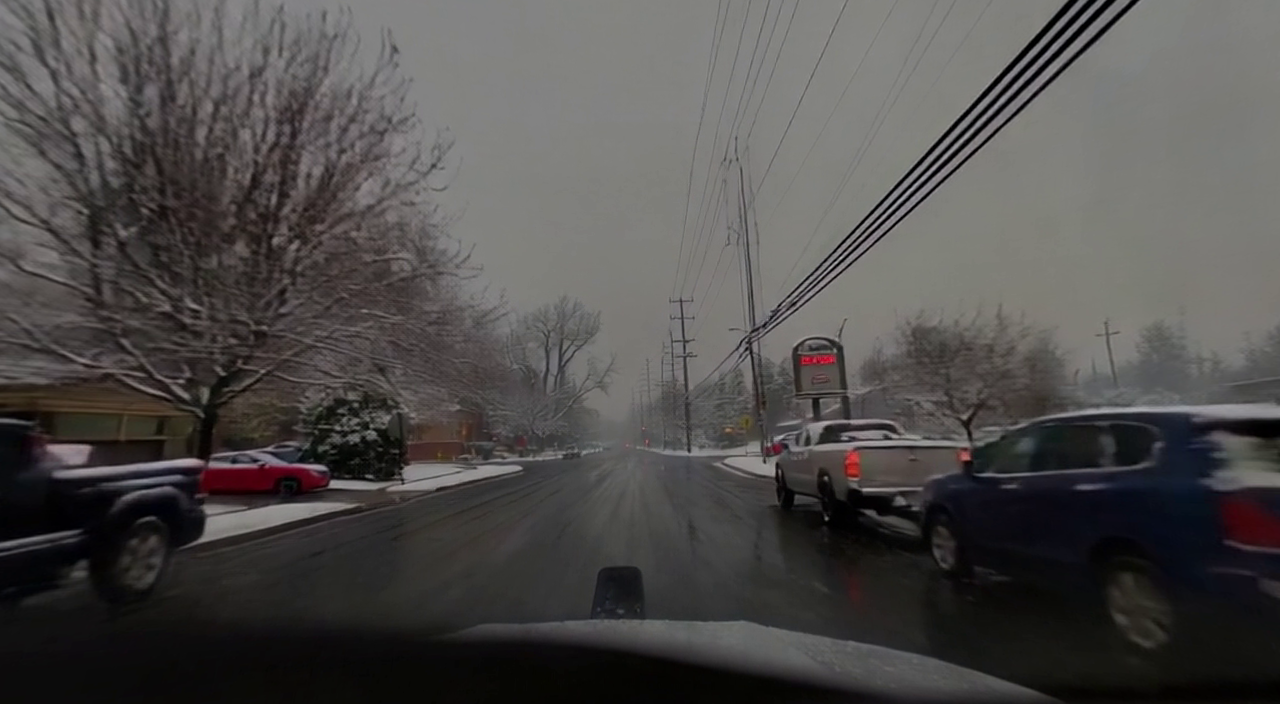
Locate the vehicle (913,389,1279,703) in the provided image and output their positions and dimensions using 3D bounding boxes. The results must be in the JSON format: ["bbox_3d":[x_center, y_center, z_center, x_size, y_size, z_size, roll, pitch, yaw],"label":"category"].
[{"bbox_3d":[3.904,1.208,4.665,1.848,1.550,4.054,0,-8,-1],"label":"vehicle"}]

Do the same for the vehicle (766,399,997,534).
[{"bbox_3d":[4.002,2.032,11.701,2.205,1.923,5.178,0,-8,0],"label":"vehicle"}]

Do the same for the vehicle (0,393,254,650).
[{"bbox_3d":[-5.985,1.329,5.049,2.322,1.913,5.582,0,-8,-1],"label":"vehicle"}]

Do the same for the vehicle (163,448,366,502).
[{"bbox_3d":[-11.102,3.647,18.944,4.813,1.503,1.923,0,-8,-4],"label":"vehicle"}]
